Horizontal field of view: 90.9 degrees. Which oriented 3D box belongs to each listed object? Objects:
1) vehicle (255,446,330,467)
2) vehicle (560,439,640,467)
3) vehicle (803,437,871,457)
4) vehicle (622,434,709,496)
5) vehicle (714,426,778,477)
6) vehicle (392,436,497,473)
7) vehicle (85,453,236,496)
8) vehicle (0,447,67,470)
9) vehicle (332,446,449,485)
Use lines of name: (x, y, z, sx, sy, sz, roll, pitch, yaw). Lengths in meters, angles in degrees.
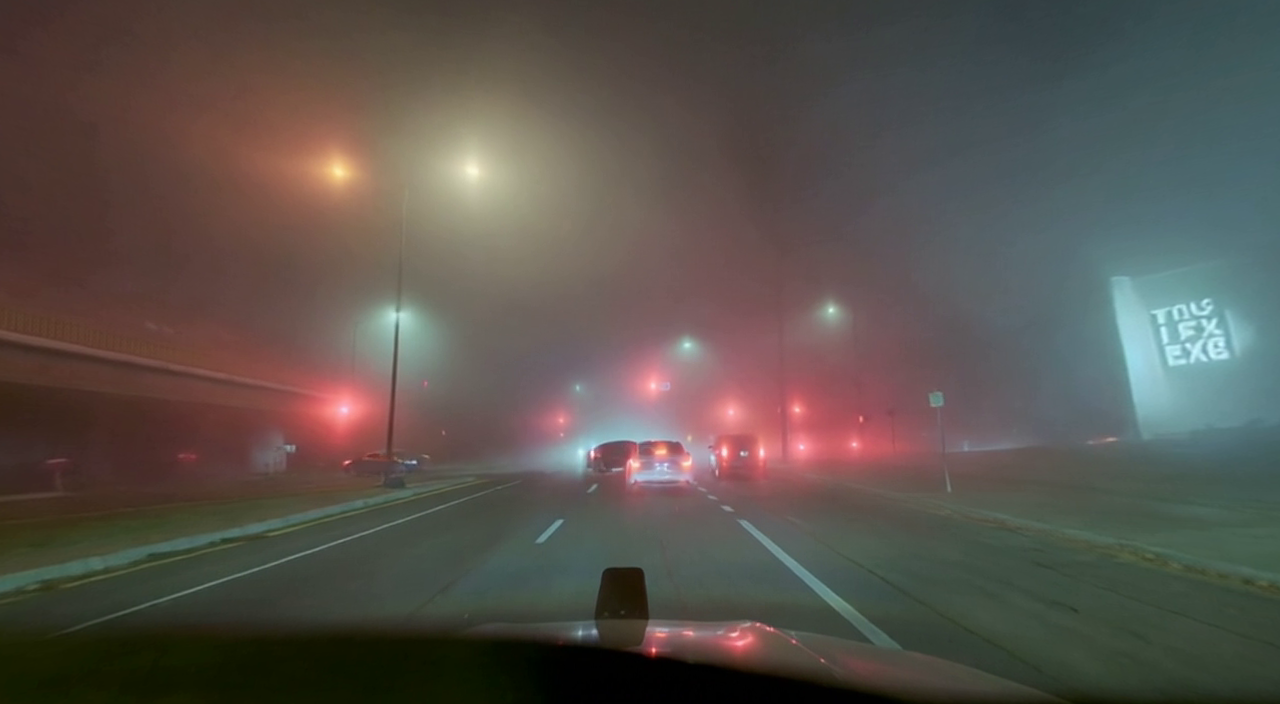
vehicle: (-26.354, 7.929, 47.916, 4.566, 1.472, 1.936, 0, -8, -2)
vehicle: (-2.290, 5.896, 36.873, 4.302, 1.543, 1.860, 6, -10, -35)
vehicle: (14.655, 7.085, 47.088, 4.498, 1.439, 1.842, 0, -8, -1)
vehicle: (0.642, 3.034, 17.344, 2.101, 1.467, 4.210, 0, -8, 1)
vehicle: (4.465, 4.252, 27.219, 2.080, 1.999, 4.379, 0, -8, 1)
vehicle: (-11.181, 5.907, 36.623, 2.322, 1.916, 5.640, -5, -10, 30)
vehicle: (-18.873, 4.790, 25.023, 1.873, 1.462, 4.283, -5, -10, 32)
vehicle: (-46.743, 8.077, 47.814, 4.579, 1.659, 1.936, 0, -8, -1)
vehicle: (-11.149, 5.049, 28.462, 1.832, 1.611, 4.546, -6, -10, 38)
